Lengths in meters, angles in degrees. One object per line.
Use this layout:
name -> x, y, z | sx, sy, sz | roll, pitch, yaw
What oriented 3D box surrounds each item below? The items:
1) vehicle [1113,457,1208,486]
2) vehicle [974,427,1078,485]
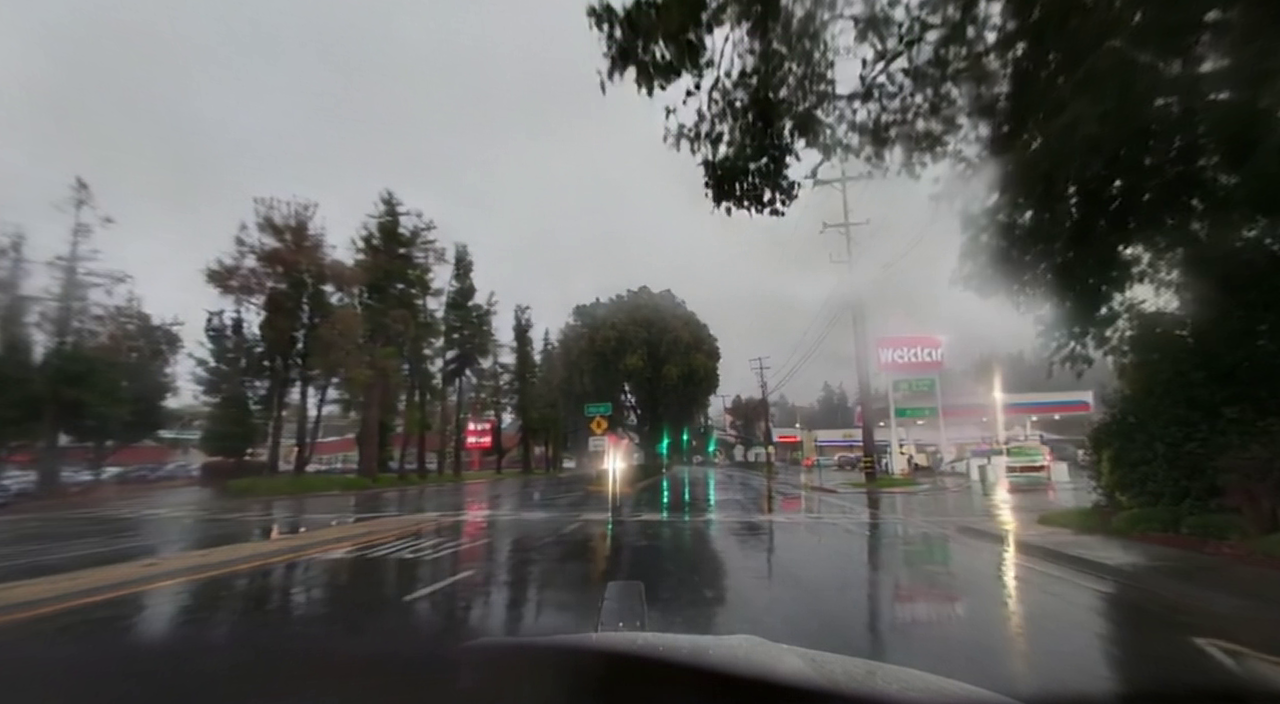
vehicle -> 28.967, 6.645, 35.370 | 2.113, 1.461, 3.997 | -1, -9, 5
vehicle -> 21.336, 5.748, 35.344 | 2.642, 2.930, 5.826 | -1, -9, 7
